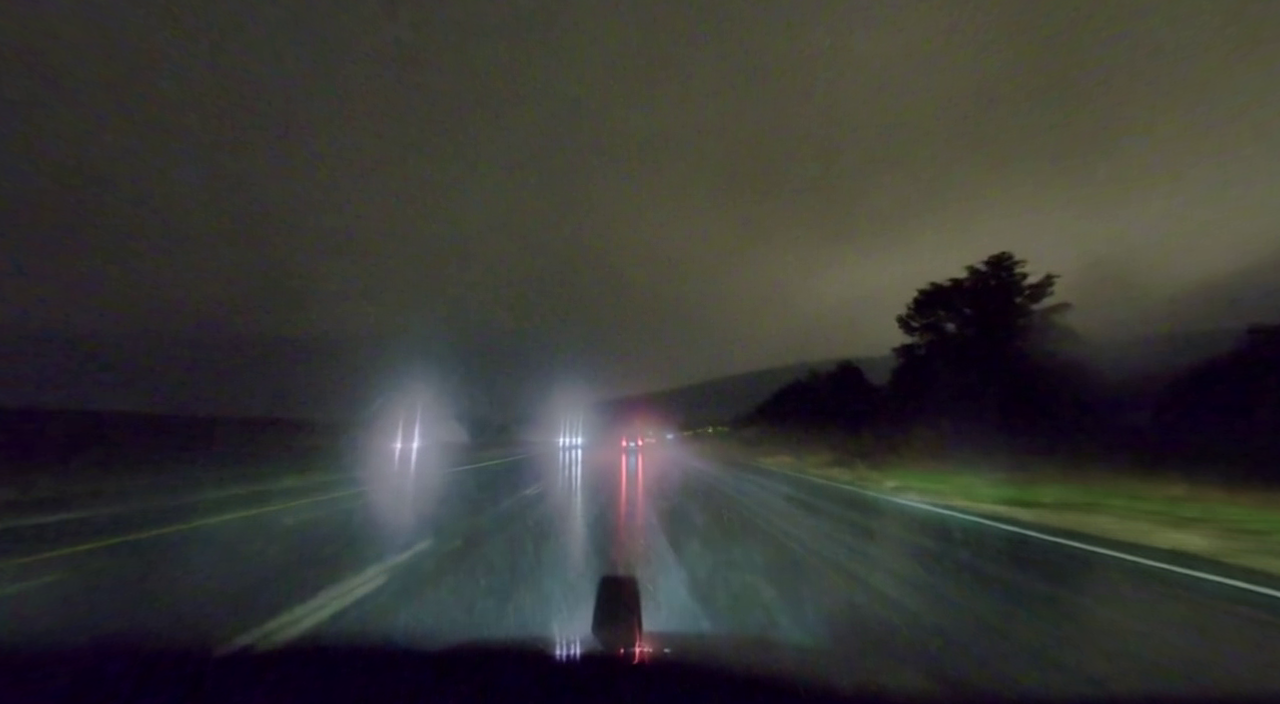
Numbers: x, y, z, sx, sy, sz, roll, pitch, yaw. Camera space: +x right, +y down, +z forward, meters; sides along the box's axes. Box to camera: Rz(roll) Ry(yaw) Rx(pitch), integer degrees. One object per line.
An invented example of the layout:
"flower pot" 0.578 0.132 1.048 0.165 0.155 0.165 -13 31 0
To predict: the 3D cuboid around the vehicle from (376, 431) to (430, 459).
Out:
"vehicle" -17.516 6.878 46.867 2.139 1.910 4.967 0 -8 0
